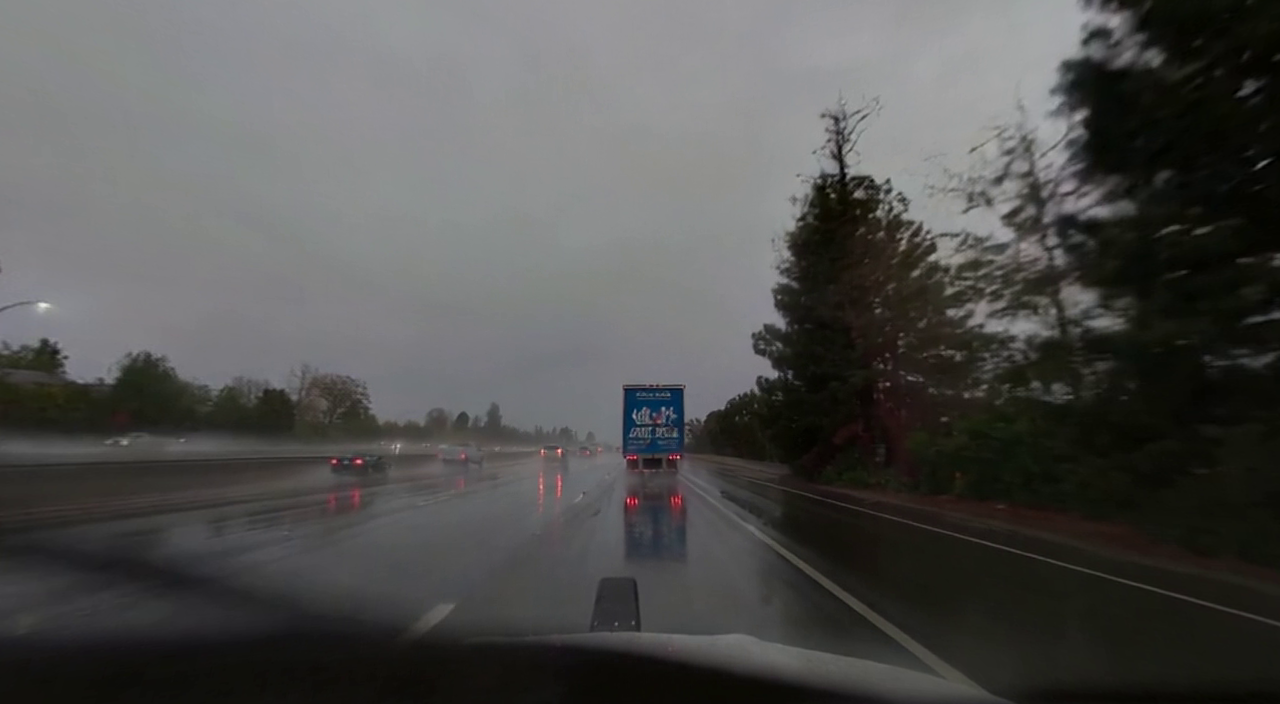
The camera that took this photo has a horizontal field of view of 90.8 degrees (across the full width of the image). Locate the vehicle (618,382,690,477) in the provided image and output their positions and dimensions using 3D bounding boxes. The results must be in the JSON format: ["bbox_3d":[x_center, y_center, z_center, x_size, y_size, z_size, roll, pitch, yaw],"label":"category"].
[{"bbox_3d":[0.553,4.560,35.494,3.140,4.100,15.551,1,-9,0],"label":"vehicle"}]

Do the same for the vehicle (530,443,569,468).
[{"bbox_3d":[-6.832,7.841,48.102,2.152,1.732,4.782,0,-8,1],"label":"vehicle"}]

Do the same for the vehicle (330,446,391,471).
[{"bbox_3d":[-18.034,6.882,41.001,1.901,1.485,4.279,0,-8,1],"label":"vehicle"}]

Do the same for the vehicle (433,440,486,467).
[{"bbox_3d":[-13.690,7.744,48.290,2.296,1.907,5.659,0,-8,1],"label":"vehicle"}]
